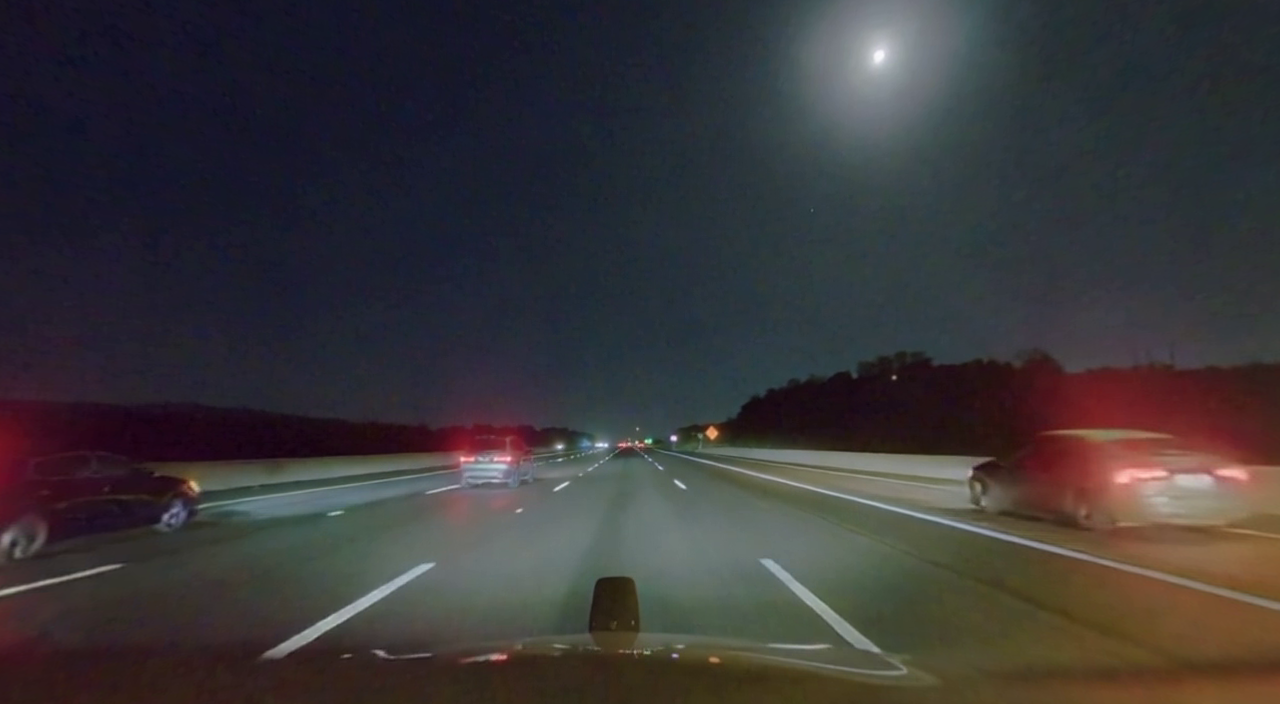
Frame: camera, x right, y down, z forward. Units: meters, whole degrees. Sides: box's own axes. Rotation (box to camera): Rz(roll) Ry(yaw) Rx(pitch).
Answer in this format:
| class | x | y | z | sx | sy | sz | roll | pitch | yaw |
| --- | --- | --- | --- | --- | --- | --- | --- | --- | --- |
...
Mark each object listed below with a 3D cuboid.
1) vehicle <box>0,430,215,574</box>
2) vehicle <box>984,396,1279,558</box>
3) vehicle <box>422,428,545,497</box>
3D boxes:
| class | x | y | z | sx | sy | sz | roll | pitch | yaw |
| --- | --- | --- | --- | --- | --- | --- | --- | --- | --- |
| vehicle | -7.824 | 1.749 | 7.712 | 1.924 | 1.519 | 4.791 | 0 | -8 | -1 |
| vehicle | 7.407 | 1.602 | 8.761 | 2.136 | 1.641 | 4.964 | 0 | -8 | -4 |
| vehicle | -4.244 | 3.082 | 18.052 | 2.200 | 1.662 | 5.091 | 0 | -8 | 0 |
